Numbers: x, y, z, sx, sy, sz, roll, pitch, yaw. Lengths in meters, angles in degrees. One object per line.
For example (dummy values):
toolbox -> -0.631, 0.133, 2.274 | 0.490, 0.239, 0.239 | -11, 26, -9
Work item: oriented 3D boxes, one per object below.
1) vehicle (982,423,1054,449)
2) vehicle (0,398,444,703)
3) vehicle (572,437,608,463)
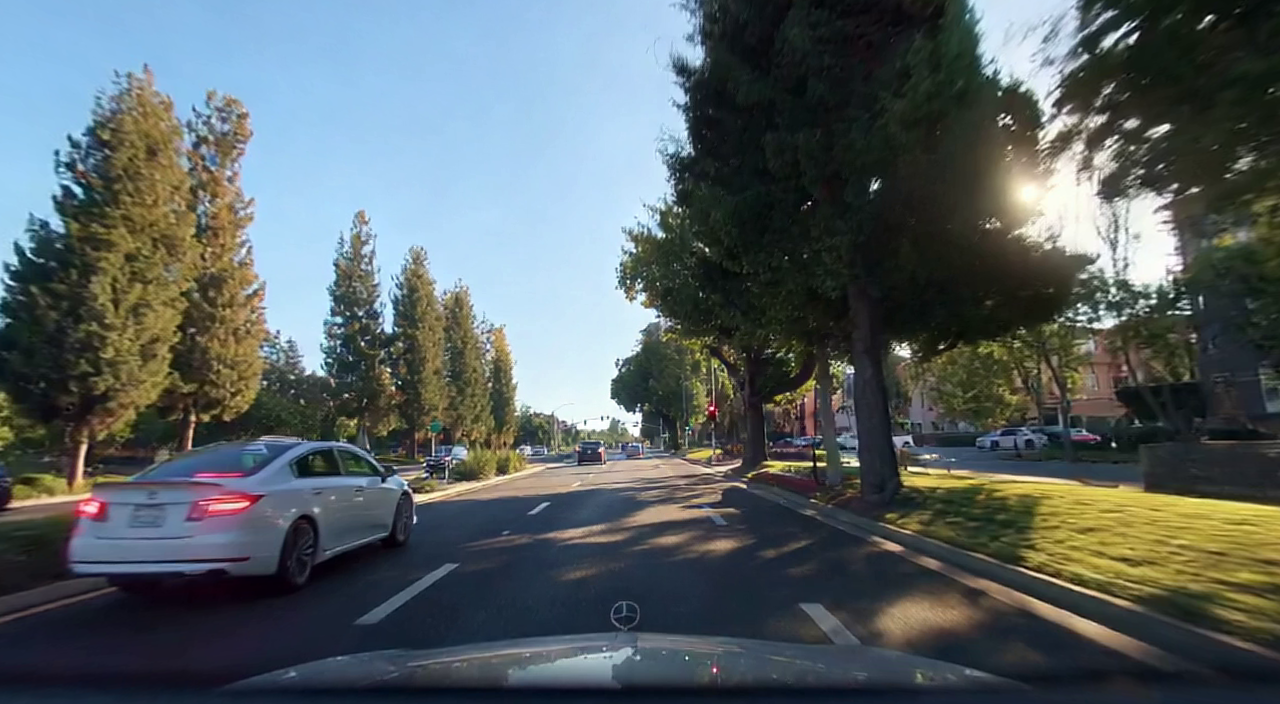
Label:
vehicle -> 27.181, 6.139, 45.648 | 1.837, 1.720, 4.764 | 1, -9, -7
vehicle -> -3.467, 1.325, 5.354 | 2.011, 1.498, 4.914 | 0, -8, 0
vehicle -> -3.510, 7.019, 45.221 | 2.138, 1.733, 4.427 | 0, -8, 0
